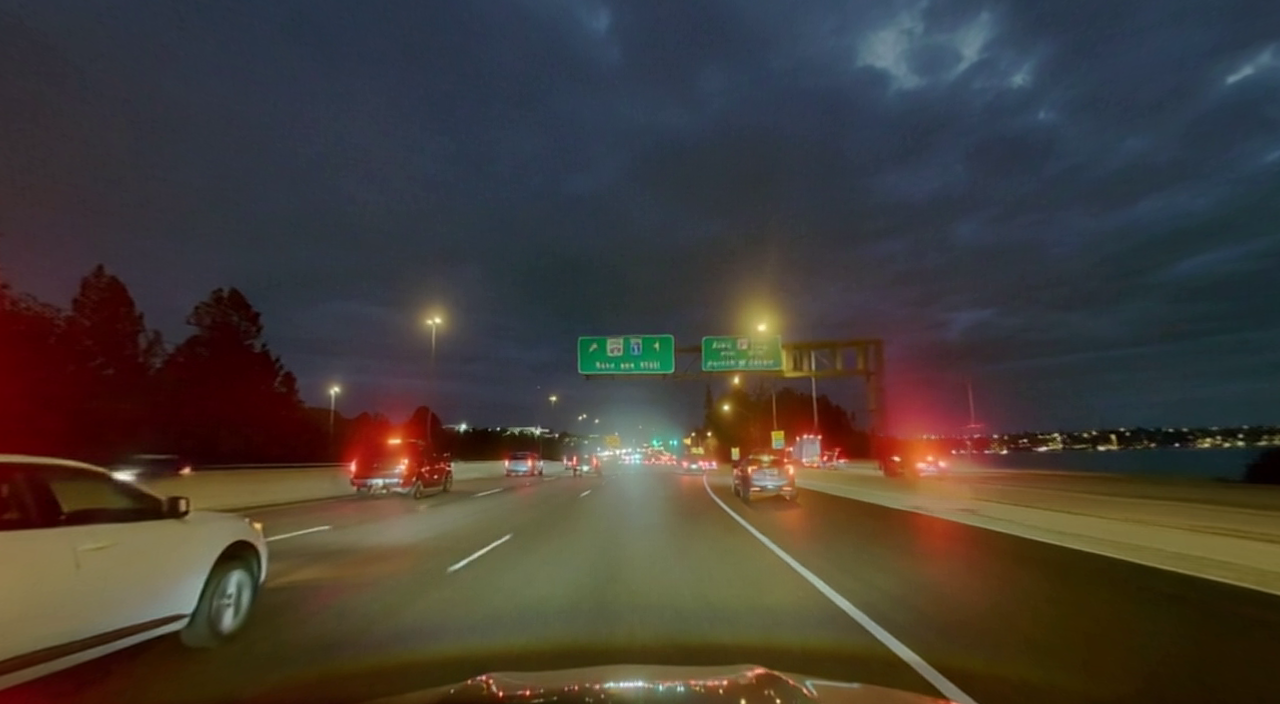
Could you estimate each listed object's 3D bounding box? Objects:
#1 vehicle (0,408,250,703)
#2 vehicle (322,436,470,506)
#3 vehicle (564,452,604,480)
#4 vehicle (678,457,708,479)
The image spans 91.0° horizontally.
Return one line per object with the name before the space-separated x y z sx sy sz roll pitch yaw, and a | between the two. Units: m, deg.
vehicle | -4.030 0.963 2.471 2.027 1.547 4.511 0 -9 1
vehicle | -7.379 3.661 19.909 2.250 1.870 5.647 0 -9 2
vehicle | -3.601 7.483 41.579 2.132 1.708 4.571 0 -9 1
vehicle | 3.936 8.701 47.402 2.153 1.510 4.646 0 -9 4
